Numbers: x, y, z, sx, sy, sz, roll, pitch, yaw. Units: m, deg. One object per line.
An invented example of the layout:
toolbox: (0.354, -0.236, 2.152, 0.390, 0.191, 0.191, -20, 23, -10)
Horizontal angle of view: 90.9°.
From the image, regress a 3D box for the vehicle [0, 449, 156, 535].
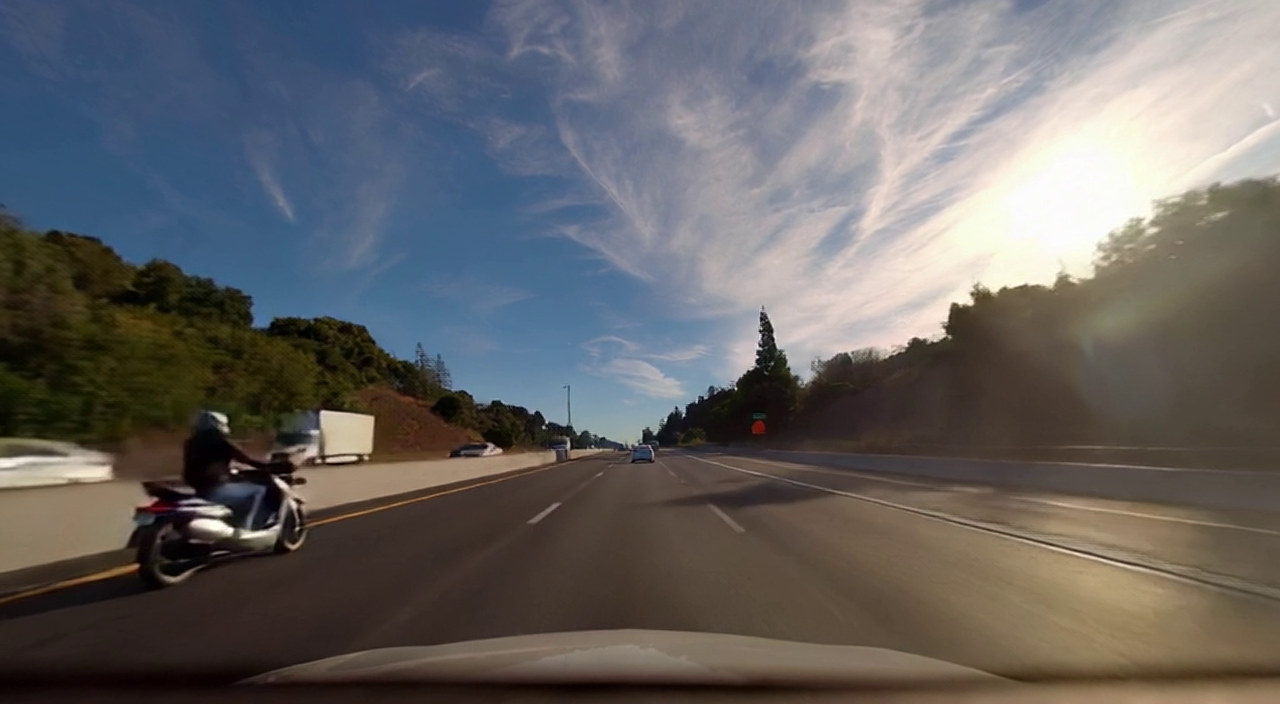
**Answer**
vehicle: (-12.082, 2.648, 12.240, 1.866, 1.470, 4.358, 0, -9, 0)

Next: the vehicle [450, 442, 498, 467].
vehicle: (-11.349, 7.070, 43.413, 2.024, 1.594, 4.563, -1, -9, 0)

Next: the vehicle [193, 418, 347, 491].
vehicle: (-15.788, 4.452, 27.634, 2.314, 2.738, 7.144, -1, -9, 0)

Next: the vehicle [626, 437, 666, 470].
vehicle: (0.348, 6.141, 38.119, 2.247, 1.825, 4.036, 0, -9, 0)
